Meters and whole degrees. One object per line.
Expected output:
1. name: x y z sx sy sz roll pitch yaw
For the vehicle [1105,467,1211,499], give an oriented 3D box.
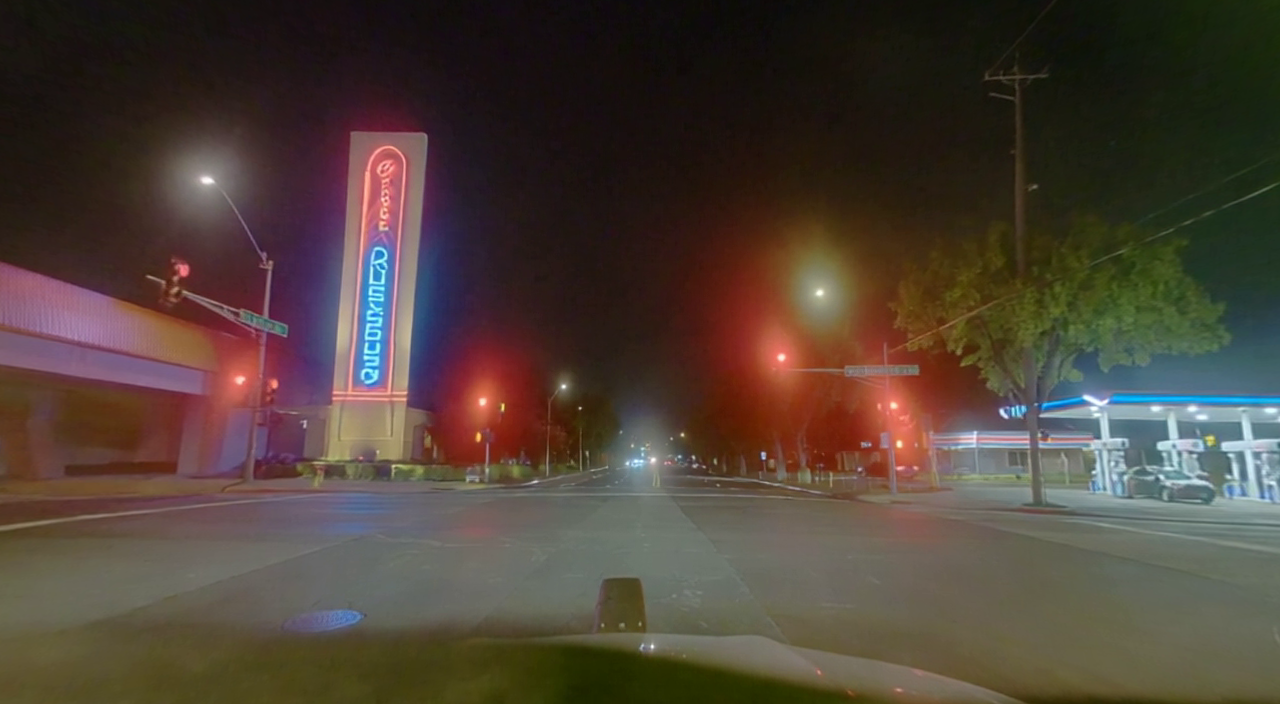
1. vehicle: 28.024 7.070 34.322 1.897 1.466 4.211 1 -8 -6
